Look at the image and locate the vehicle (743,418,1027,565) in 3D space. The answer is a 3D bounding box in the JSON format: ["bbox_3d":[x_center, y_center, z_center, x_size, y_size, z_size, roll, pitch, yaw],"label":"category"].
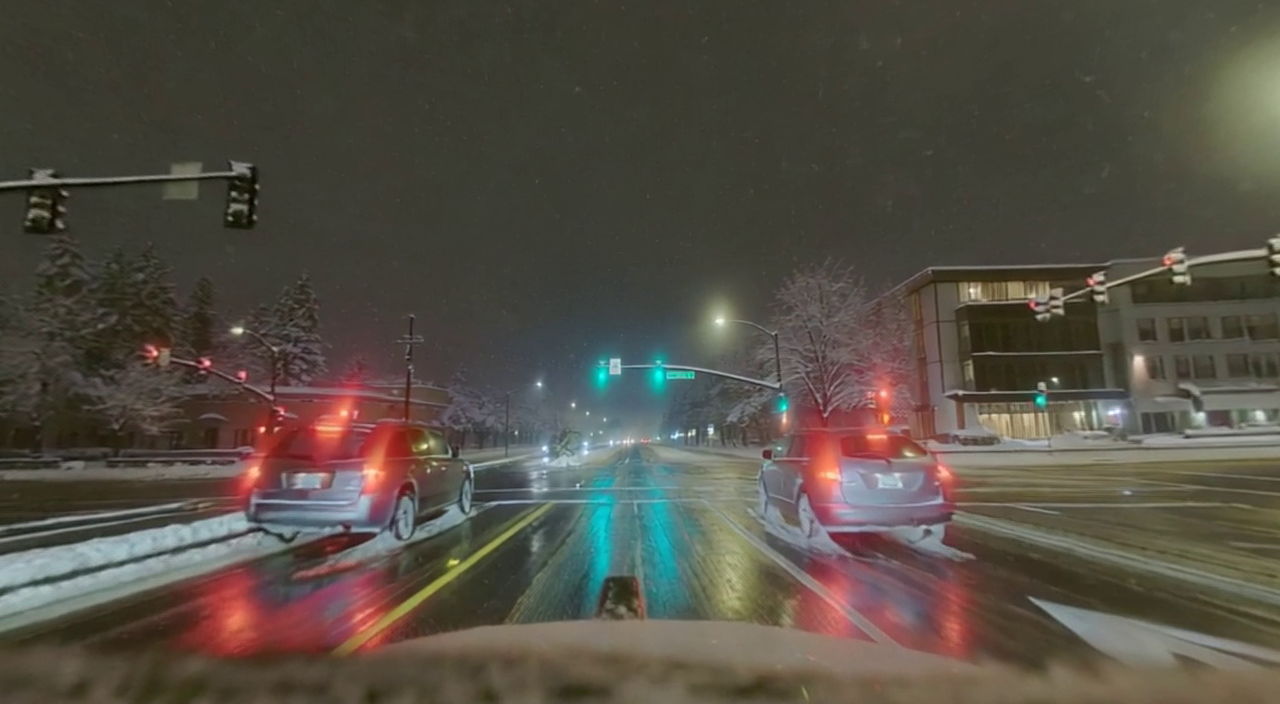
[{"bbox_3d":[2.950,1.804,9.025,2.130,1.524,4.722,0,-8,0],"label":"vehicle"}]

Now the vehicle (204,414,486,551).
[{"bbox_3d":[-3.898,1.806,9.454,1.973,1.526,4.533,0,-8,1],"label":"vehicle"}]
